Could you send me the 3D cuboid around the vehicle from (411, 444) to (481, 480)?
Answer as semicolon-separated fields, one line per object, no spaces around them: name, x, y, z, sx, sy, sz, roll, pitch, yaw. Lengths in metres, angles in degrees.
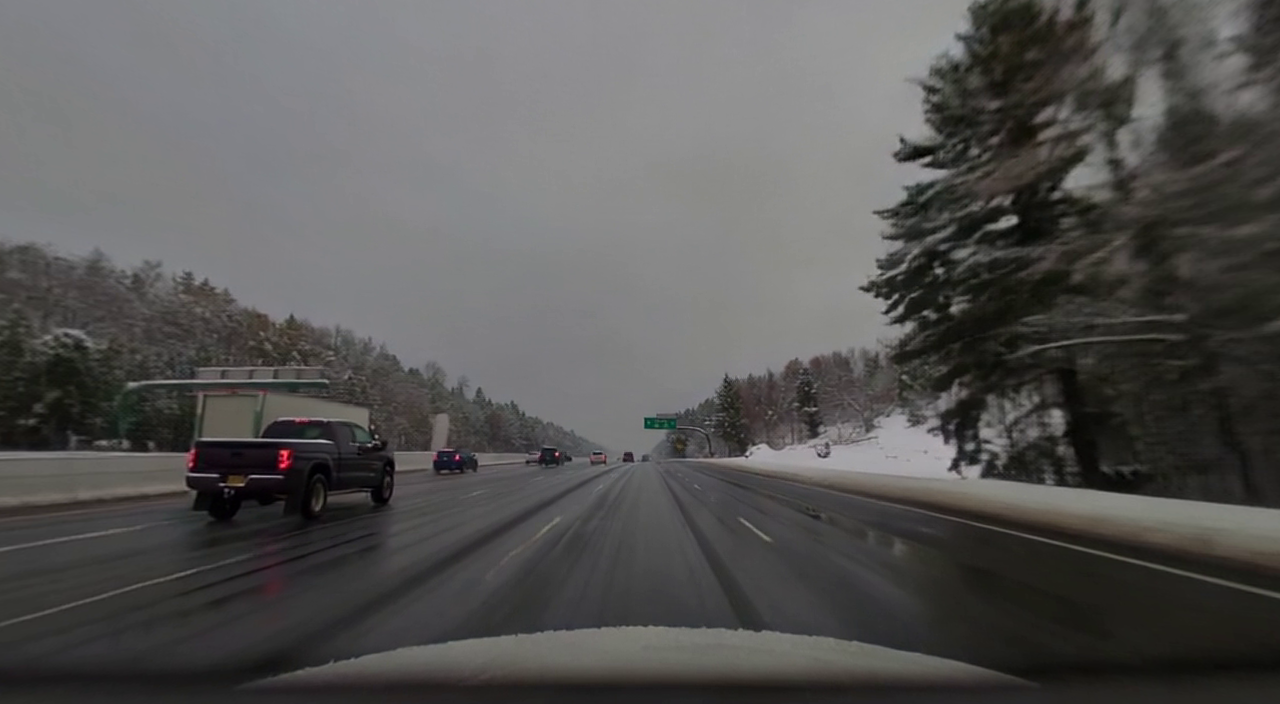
vehicle;-9.816;5.558;32.256;2.060;1.662;4.469;0;-8;1

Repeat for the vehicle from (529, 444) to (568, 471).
vehicle;-6.222;7.215;43.323;2.009;1.735;4.358;0;-8;0

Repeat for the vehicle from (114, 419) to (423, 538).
vehicle;-6.686;2.368;12.695;2.403;1.773;6.276;0;-8;0
